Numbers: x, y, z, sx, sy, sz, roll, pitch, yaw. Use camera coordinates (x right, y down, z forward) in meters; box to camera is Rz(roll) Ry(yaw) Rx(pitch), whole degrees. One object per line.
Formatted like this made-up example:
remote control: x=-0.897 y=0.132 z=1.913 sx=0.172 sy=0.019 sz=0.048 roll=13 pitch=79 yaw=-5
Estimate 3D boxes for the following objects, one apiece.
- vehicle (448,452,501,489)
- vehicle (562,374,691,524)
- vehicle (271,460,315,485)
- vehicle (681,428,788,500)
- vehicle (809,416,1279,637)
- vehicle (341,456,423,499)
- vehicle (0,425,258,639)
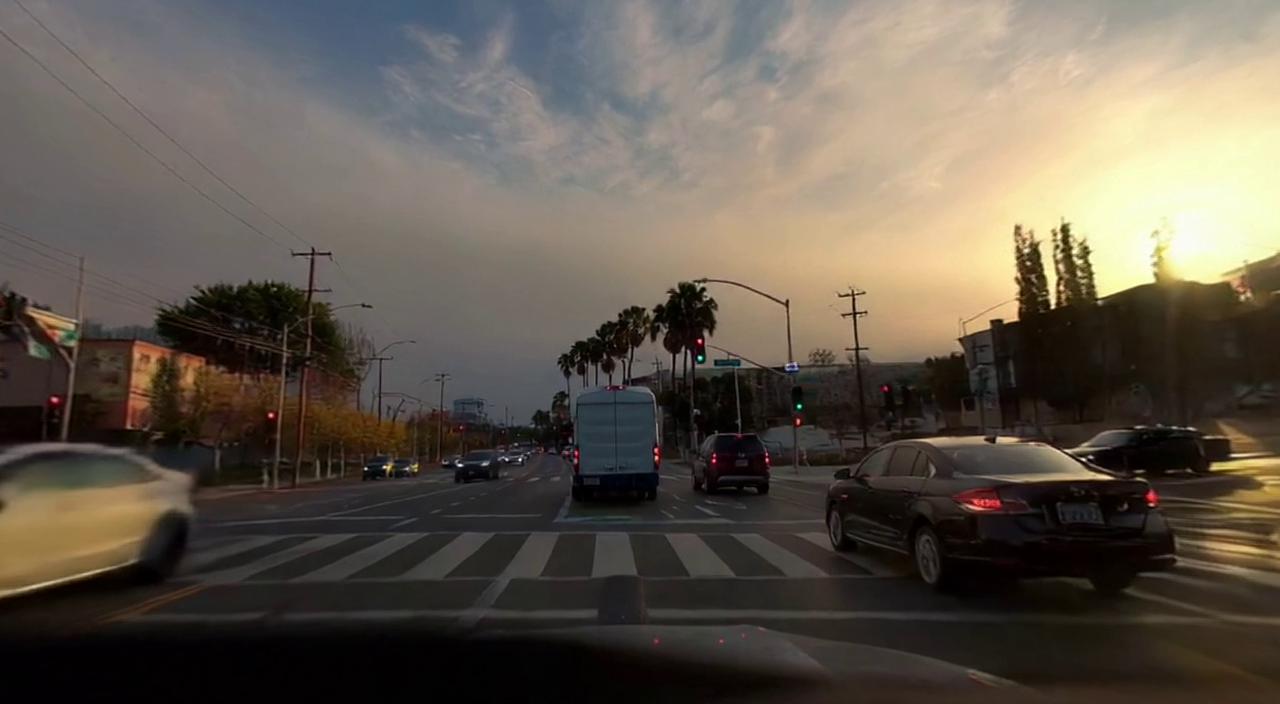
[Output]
vehicle: x=-7.802 y=5.589 z=29.975 sx=1.810 sy=1.546 sz=3.981 roll=1 pitch=-9 yaw=-6
vehicle: x=-0.542 y=2.353 z=15.517 sx=2.517 sy=2.926 sz=6.177 roll=1 pitch=-9 yaw=-5
vehicle: x=-26.671 y=9.244 z=48.375 sx=1.974 sy=1.597 sz=4.606 roll=1 pitch=-9 yaw=-17
vehicle: x=2.805 y=3.510 z=20.166 sx=2.157 sy=1.944 sz=5.423 roll=1 pitch=-9 yaw=-5
vehicle: x=3.481 y=1.552 z=6.720 sx=1.978 sy=1.507 sz=4.636 roll=0 pitch=-9 yaw=-1
vehicle: x=-10.611 y=5.133 z=26.154 sx=1.983 sy=1.543 sz=4.188 roll=1 pitch=-9 yaw=-6
vehicle: x=-5.612 y=1.480 z=5.650 sx=1.878 sy=1.540 sz=3.939 roll=0 pitch=-9 yaw=-1
